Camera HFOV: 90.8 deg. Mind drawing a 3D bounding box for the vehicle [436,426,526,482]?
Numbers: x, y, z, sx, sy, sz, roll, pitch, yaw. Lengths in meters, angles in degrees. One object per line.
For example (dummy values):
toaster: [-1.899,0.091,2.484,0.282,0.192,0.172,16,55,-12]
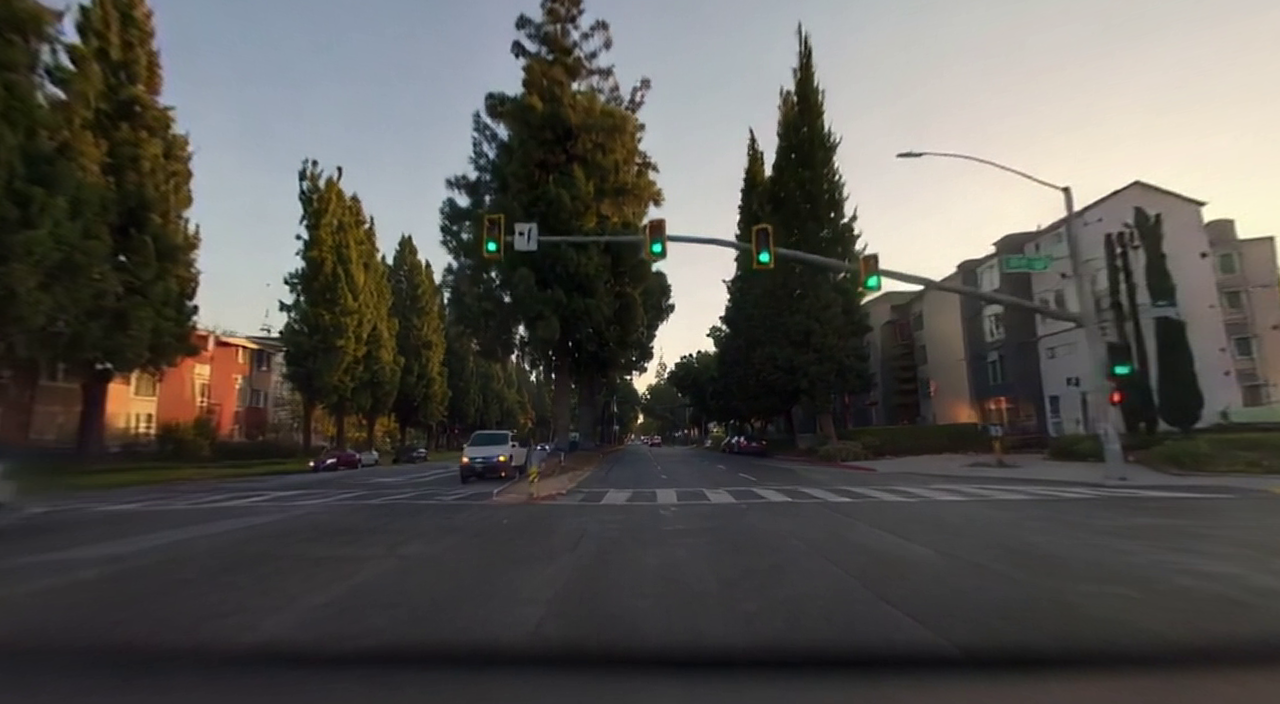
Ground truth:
vehicle: [-5.491,3.606,22.455,2.098,1.789,4.338,0,-9,-1]
